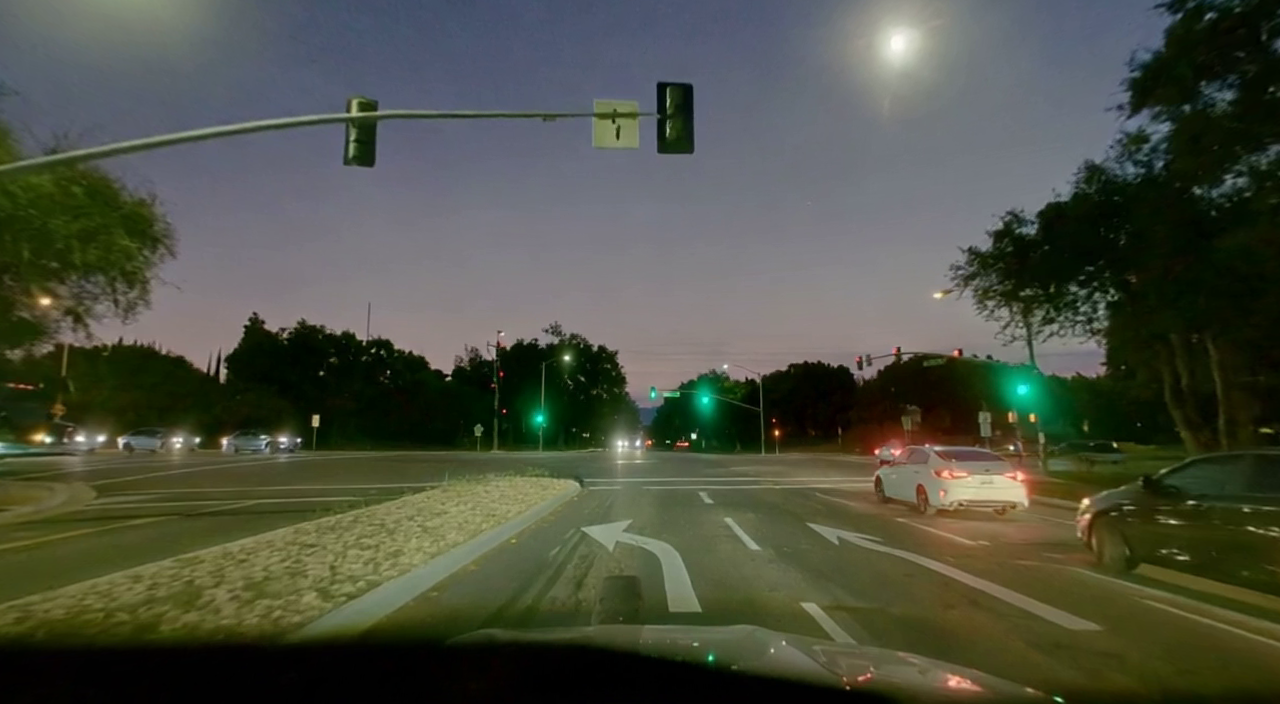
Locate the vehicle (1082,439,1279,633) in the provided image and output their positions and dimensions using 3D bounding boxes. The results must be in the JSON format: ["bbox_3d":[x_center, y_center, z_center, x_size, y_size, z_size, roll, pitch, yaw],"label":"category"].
[{"bbox_3d":[5.873,1.365,4.504,2.026,1.458,4.784,1,-9,1],"label":"vehicle"}]

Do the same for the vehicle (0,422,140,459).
[{"bbox_3d":[-23.924,3.723,26.460,4.162,1.449,1.814,2,-9,-11],"label":"vehicle"}]

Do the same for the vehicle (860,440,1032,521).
[{"bbox_3d":[6.458,2.719,13.933,1.815,1.417,4.125,3,-9,1],"label":"vehicle"}]

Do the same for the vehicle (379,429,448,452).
[{"bbox_3d":[-15.335,6.008,42.689,4.683,1.495,2.119,-7,-11,38],"label":"vehicle"}]

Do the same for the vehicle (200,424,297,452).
[{"bbox_3d":[-22.820,5.074,37.007,4.331,1.544,1.896,2,-9,-15],"label":"vehicle"}]
